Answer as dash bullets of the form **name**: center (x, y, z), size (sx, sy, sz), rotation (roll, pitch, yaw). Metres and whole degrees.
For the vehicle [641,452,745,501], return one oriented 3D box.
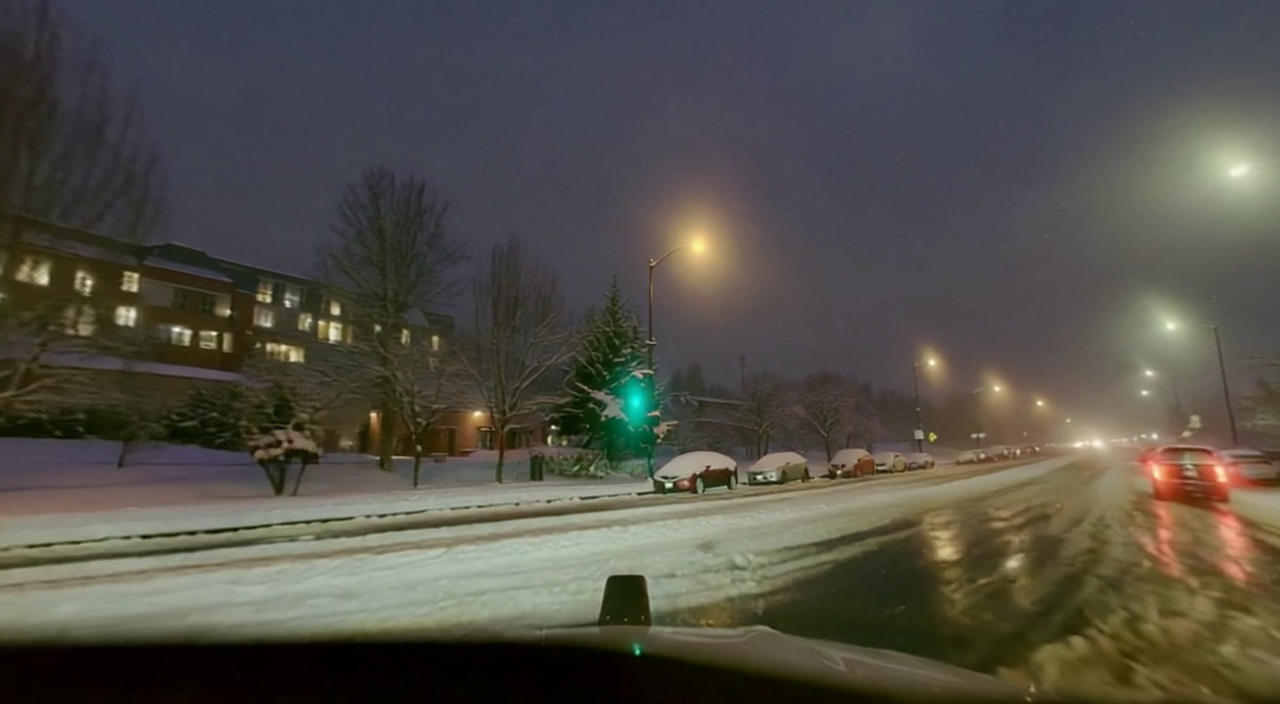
- **vehicle**: center (2.092, 4.632, 23.879), size (1.922, 1.628, 4.291), rotation (-7, -11, 36)

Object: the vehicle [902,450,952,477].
- **vehicle**: center (17.317, 6.686, 37.946), size (1.852, 1.465, 4.092), rotation (-6, -11, 36)

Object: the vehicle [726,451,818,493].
- **vehicle**: center (6.020, 5.327, 28.331), size (2.179, 1.658, 4.765), rotation (-7, -11, 37)

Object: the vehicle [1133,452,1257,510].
- **vehicle**: center (16.794, 3.852, 19.351), size (2.148, 1.488, 4.508), rotation (-6, -10, 33)

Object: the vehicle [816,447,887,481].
- **vehicle**: center (12.564, 6.544, 37.196), size (2.171, 1.816, 5.274), rotation (-7, -11, 39)
